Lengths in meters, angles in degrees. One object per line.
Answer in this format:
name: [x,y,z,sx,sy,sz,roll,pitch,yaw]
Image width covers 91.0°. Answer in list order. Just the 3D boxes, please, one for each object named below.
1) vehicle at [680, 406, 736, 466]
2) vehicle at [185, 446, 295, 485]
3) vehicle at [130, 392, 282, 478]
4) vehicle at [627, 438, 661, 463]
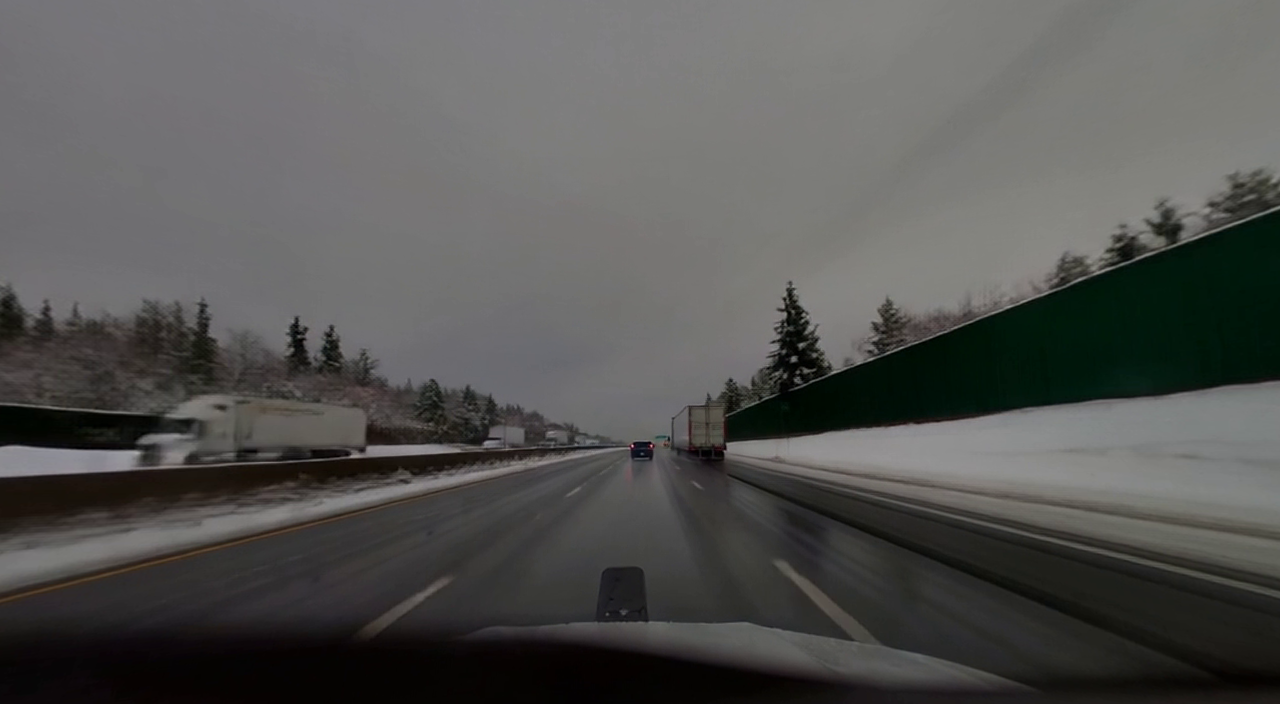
vehicle: [4.106,5.354,39.731,2.742,3.383,8.285,0,-8,1]
vehicle: [-16.742,4.730,26.627,1.854,1.460,4.211,0,-8,1]
vehicle: [-21.171,4.138,31.256,2.976,3.849,6.089,0,-8,0]
vehicle: [0.322,7.280,46.844,2.389,1.760,4.473,0,-8,1]
